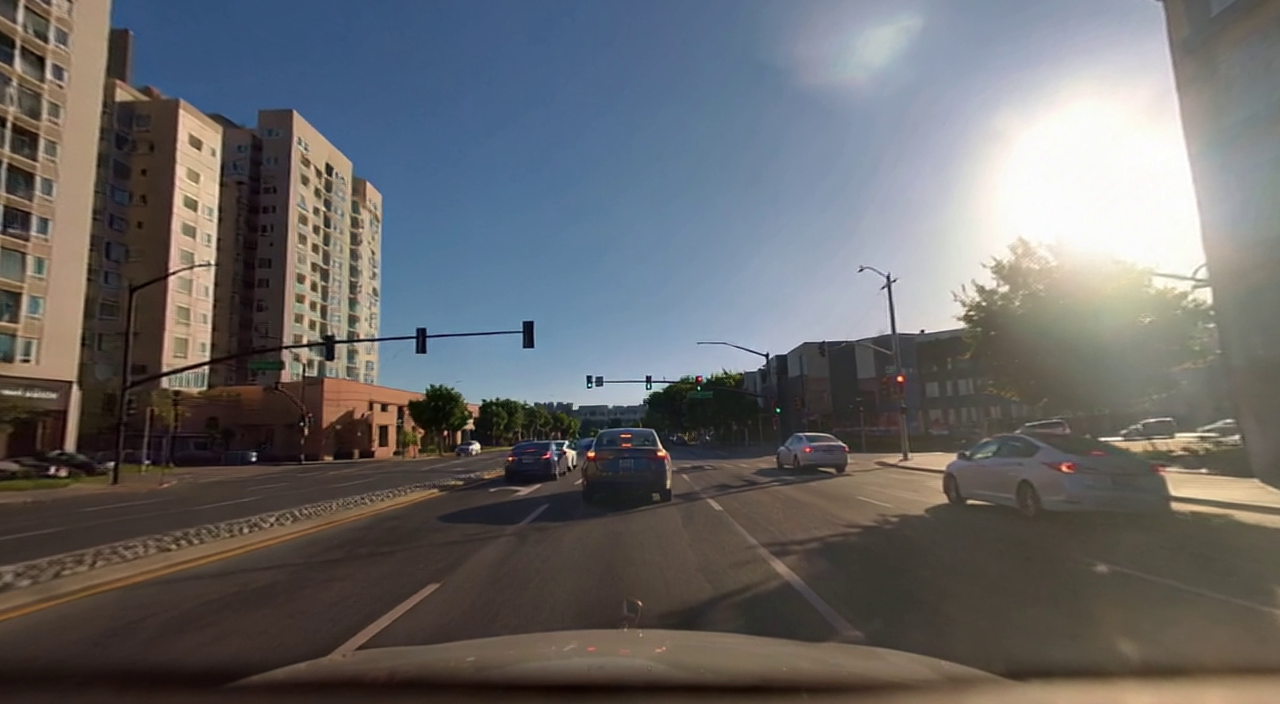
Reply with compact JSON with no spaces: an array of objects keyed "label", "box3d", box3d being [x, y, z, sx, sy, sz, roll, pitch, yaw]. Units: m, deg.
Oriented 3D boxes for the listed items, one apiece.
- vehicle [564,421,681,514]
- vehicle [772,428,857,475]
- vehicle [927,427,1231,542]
[{"label":"vehicle","box3d":[-0.303,2.292,12.960,2.032,1.593,3.896,0,-9,0]},{"label":"vehicle","box3d":[6.495,3.778,24.039,1.963,1.611,4.359,0,-9,-1]},{"label":"vehicle","box3d":[6.447,1.966,10.021,1.768,1.417,4.213,0,-9,0]}]
